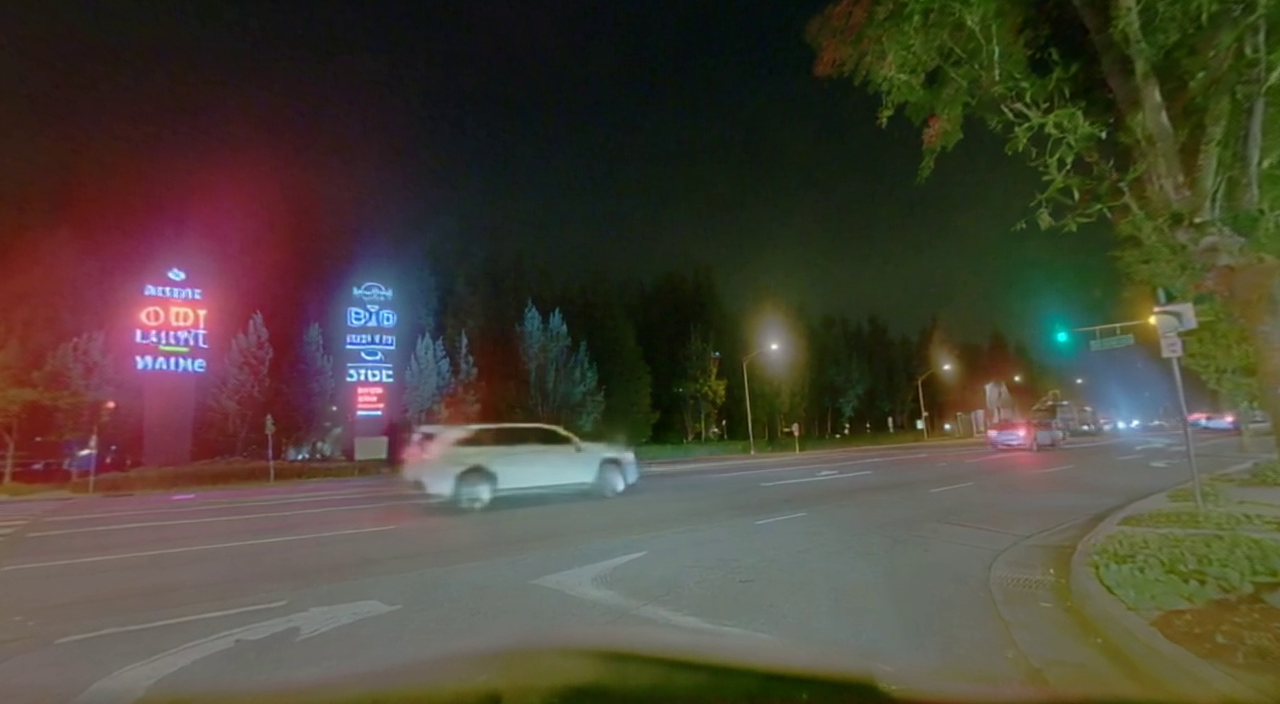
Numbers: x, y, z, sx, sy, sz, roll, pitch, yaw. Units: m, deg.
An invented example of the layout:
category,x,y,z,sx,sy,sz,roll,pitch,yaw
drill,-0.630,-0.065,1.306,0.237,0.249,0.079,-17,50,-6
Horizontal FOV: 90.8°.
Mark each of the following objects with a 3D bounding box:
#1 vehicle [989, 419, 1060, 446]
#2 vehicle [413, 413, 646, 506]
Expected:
category,x,y,z,sx,sy,sz,roll,pitch,yaw
vehicle,21.838,4.613,35.842,4.442,1.458,1.902,7,-11,-38
vehicle,-2.106,2.110,12.682,4.182,1.536,1.885,7,-11,-37
